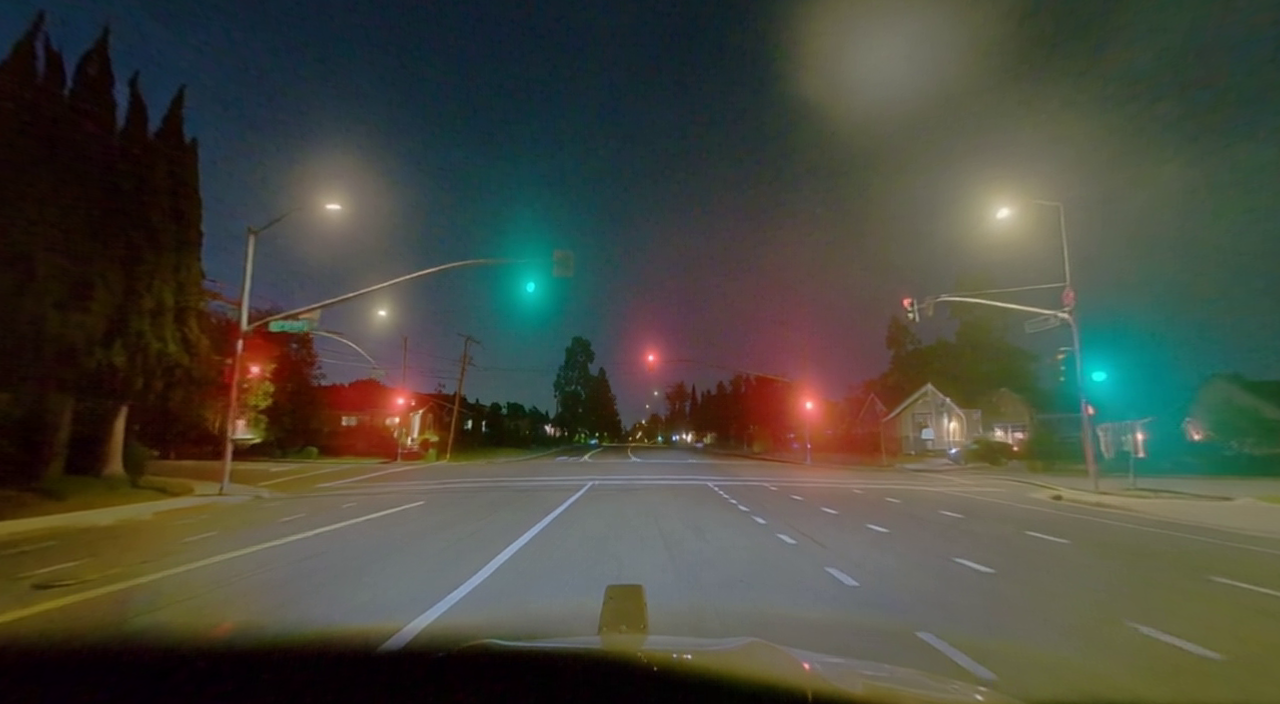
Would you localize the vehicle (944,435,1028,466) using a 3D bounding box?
[{"bbox_3d":[22.970,6.557,42.108,2.030,1.927,4.853,2,-9,-14],"label":"vehicle"}]
